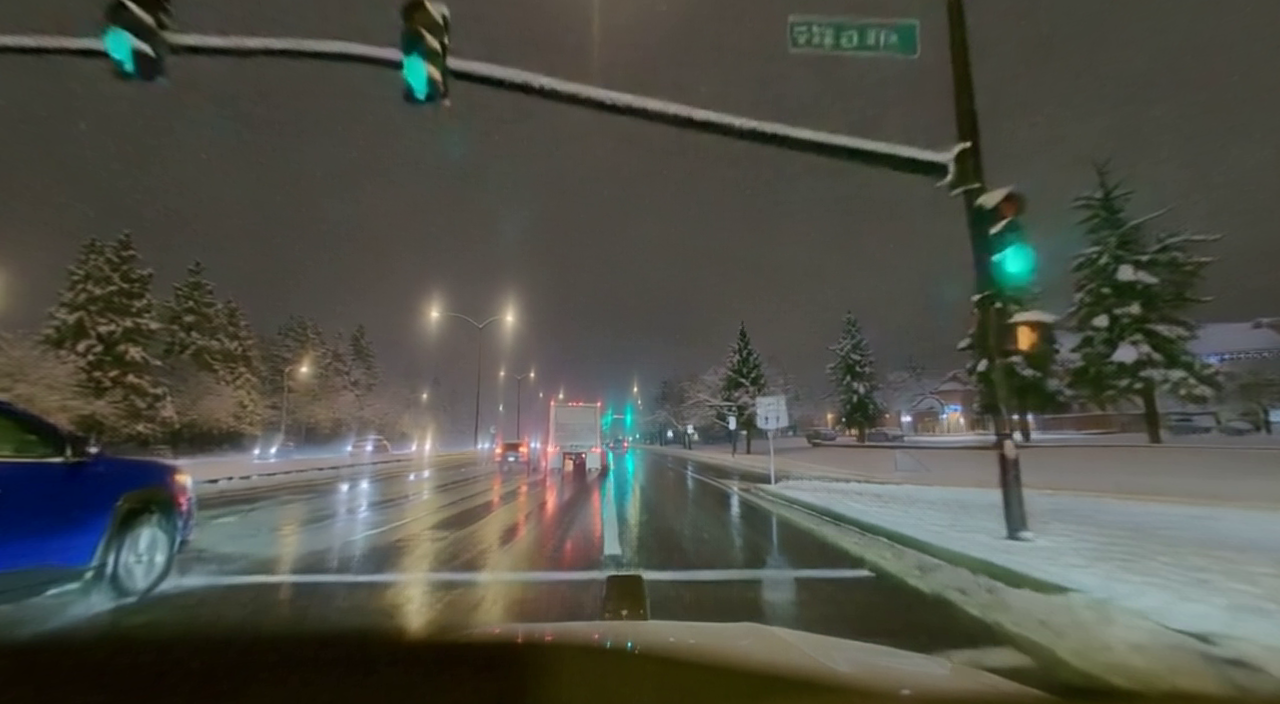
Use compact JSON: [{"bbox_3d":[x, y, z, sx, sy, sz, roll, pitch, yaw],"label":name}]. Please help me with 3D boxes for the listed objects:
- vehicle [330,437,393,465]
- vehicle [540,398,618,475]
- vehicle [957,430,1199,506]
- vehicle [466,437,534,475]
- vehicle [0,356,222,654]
[{"bbox_3d":[-16.369,5.845,37.145,2.026,1.523,4.584,1,-9,-6],"label":"vehicle"},{"bbox_3d":[-2.565,3.882,28.555,2.993,3.051,6.692,0,-9,-1],"label":"vehicle"},{"bbox_3d":[11.316,2.969,16.556,2.140,1.685,4.720,7,-11,-39],"label":"vehicle"},{"bbox_3d":[-5.825,4.385,26.610,2.023,1.483,4.143,0,-9,-1],"label":"vehicle"},{"bbox_3d":[-5.043,0.884,3.453,2.178,1.826,4.933,0,-9,-2],"label":"vehicle"}]
